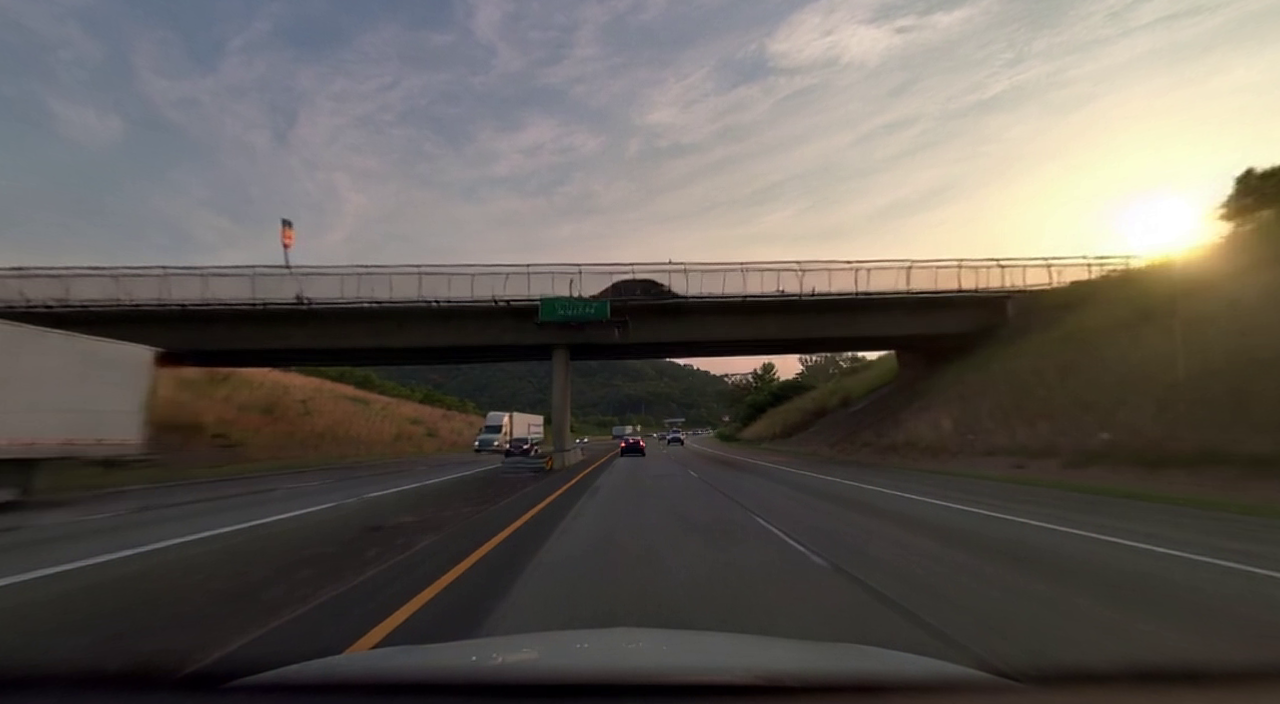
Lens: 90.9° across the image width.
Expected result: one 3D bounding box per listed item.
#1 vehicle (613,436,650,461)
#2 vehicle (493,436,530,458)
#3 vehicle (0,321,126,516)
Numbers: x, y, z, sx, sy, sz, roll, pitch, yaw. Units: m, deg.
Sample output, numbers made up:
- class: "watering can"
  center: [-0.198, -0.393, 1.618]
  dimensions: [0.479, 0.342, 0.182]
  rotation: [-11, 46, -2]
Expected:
- class: "vehicle"
  center: [-0.521, 5.568, 36.675]
  dimensions: [1.996, 1.325, 4.029]
  rotation: [0, -7, -1]
- class: "vehicle"
  center: [-8.733, 6.470, 43.020]
  dimensions: [1.790, 1.375, 3.778]
  rotation: [0, -7, -1]
- class: "vehicle"
  center: [-13.968, 0.921, 9.424]
  dimensions: [2.764, 3.825, 11.730]
  rotation: [0, -7, -1]
